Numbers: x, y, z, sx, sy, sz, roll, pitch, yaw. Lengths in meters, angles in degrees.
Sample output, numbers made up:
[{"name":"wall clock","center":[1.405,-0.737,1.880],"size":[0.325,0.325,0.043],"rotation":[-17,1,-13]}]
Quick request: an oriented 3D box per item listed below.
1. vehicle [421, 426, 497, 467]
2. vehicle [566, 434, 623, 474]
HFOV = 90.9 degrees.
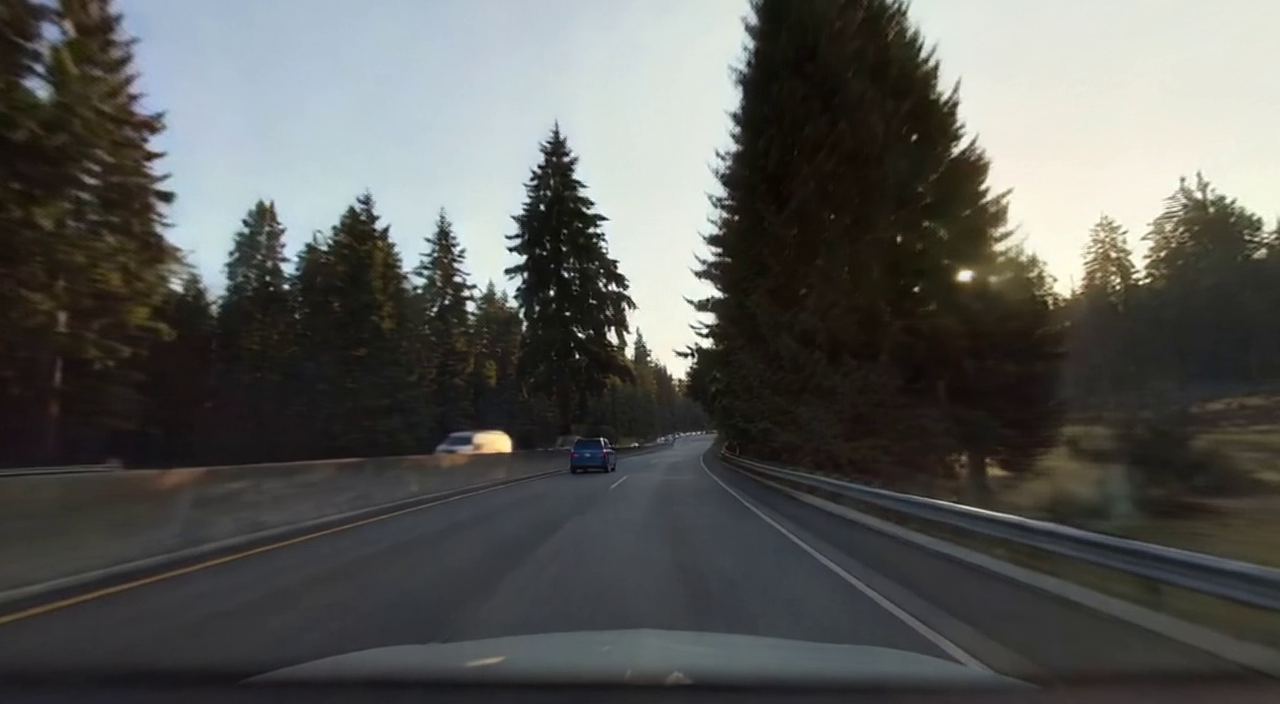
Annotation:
[{"name":"vehicle","center":[-11.326,5.999,40.130],"size":[2.301,2.350,6.995],"rotation":[-1,-8,4]},{"name":"vehicle","center":[-2.049,4.779,29.767],"size":[2.005,1.752,4.479],"rotation":[-1,-8,5]}]
